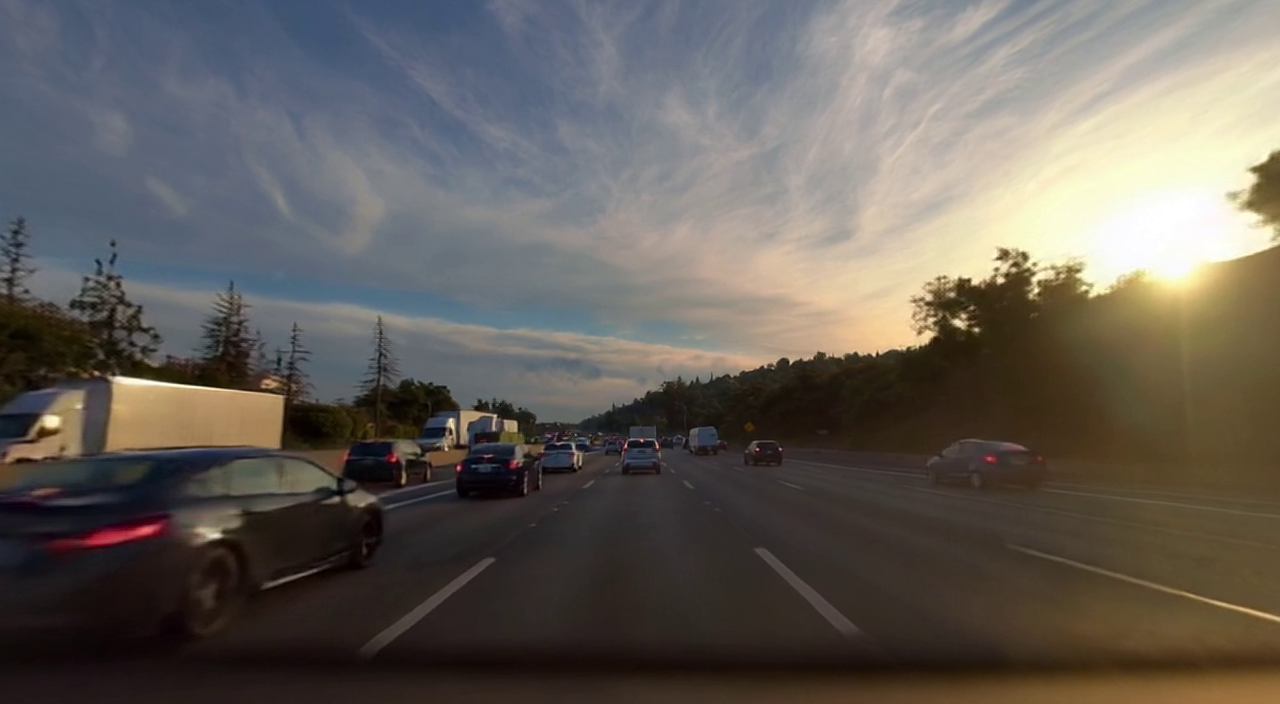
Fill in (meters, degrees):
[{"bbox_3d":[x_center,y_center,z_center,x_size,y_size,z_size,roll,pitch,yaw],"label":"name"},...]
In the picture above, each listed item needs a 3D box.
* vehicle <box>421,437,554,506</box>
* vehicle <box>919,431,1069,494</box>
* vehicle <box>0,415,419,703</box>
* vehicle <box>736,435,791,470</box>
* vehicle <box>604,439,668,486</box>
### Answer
[{"bbox_3d":[-3.589,2.926,15.820,2.098,1.463,4.578,0,-9,1],"label":"vehicle"},{"bbox_3d":[10.231,3.232,18.623,2.066,1.629,3.945,0,-9,-1],"label":"vehicle"},{"bbox_3d":[-3.591,1.357,5.122,2.025,1.449,4.190,0,-9,0],"label":"vehicle"},{"bbox_3d":[6.482,5.341,33.560,1.992,1.745,4.329,0,-9,-1],"label":"vehicle"},{"bbox_3d":[-0.140,3.814,21.998,2.053,1.461,3.941,0,-9,0],"label":"vehicle"}]
